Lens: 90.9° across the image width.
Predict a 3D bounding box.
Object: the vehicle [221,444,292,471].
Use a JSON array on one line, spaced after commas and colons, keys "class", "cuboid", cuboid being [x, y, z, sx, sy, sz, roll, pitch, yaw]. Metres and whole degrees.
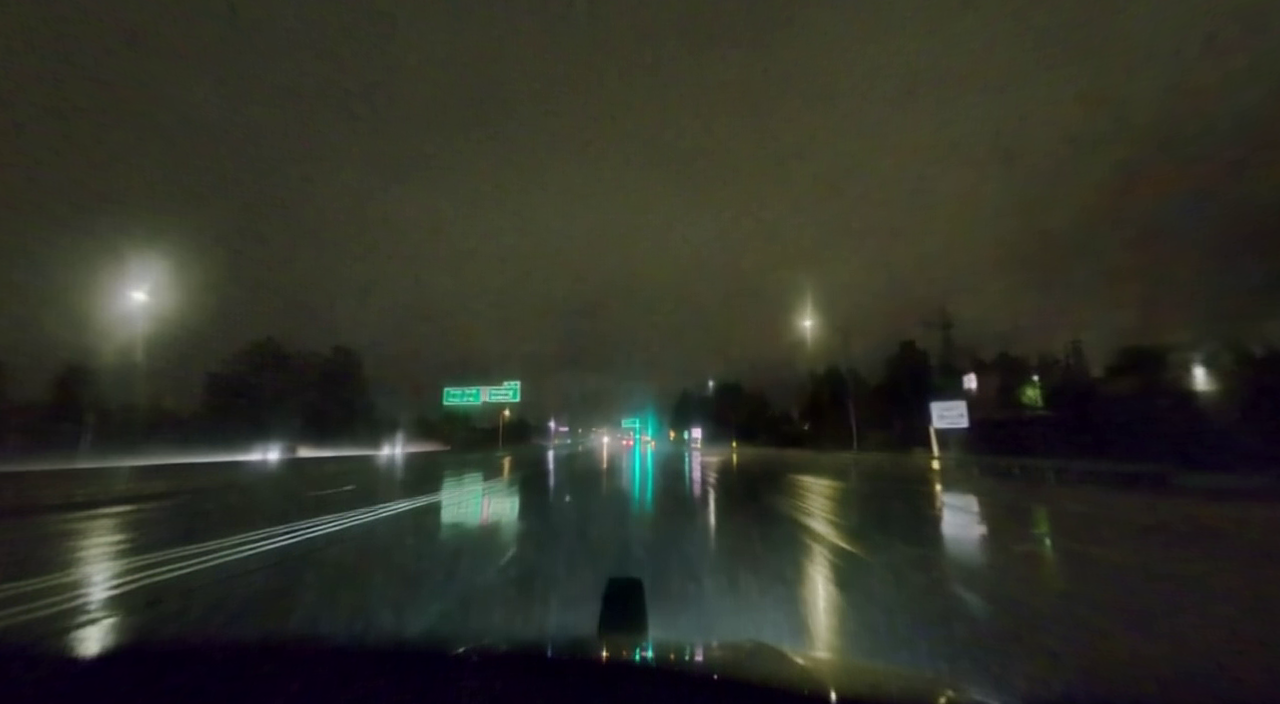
[{"class": "vehicle", "cuboid": [-26.004, 7.135, 42.938, 2.096, 1.682, 4.113, -1, -8, 4]}]
